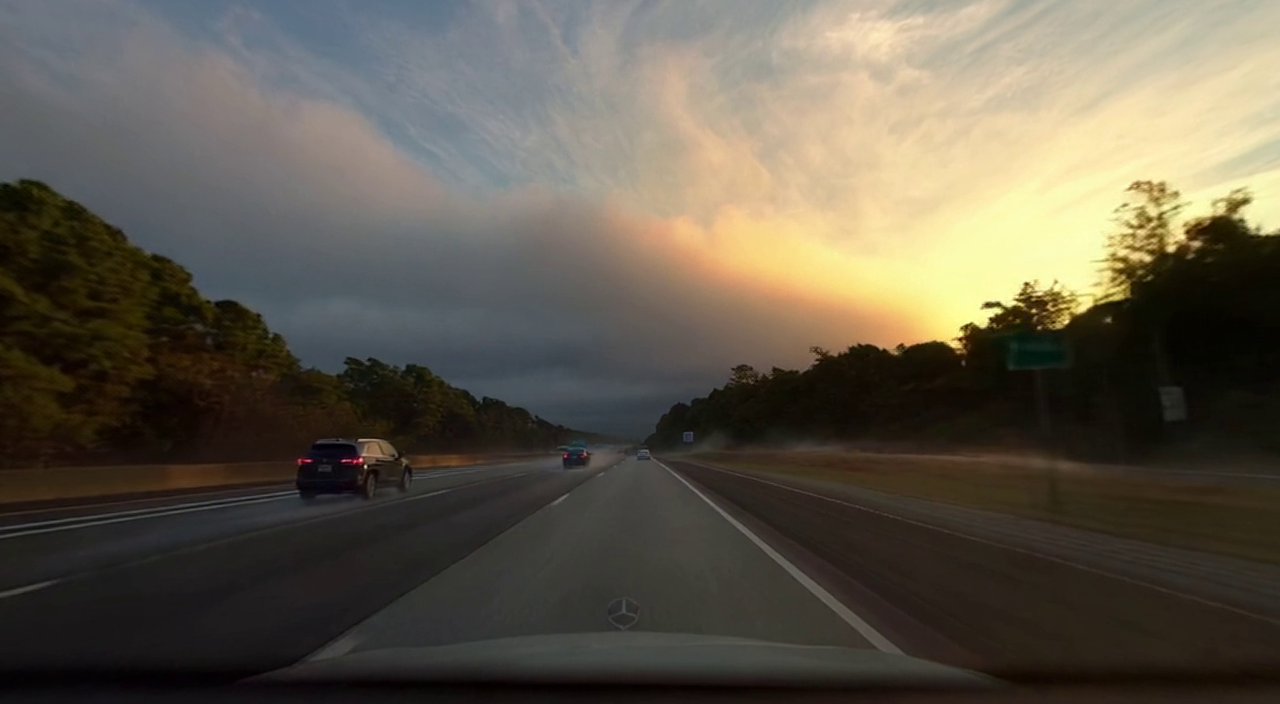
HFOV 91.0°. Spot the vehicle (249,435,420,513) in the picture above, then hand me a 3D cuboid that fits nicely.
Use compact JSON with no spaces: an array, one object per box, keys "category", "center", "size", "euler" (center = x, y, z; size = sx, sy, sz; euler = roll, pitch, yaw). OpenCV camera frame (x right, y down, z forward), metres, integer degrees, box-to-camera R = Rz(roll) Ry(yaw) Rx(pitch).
[{"category":"vehicle","center":[-7.179,2.893,15.375],"size":[2.007,1.616,4.141],"euler":[0,-9,1]}]

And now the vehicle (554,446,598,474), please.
[{"category":"vehicle","center":[-3.794,6.537,38.338],"size":[2.104,1.558,4.639],"euler":[0,-9,1]}]
